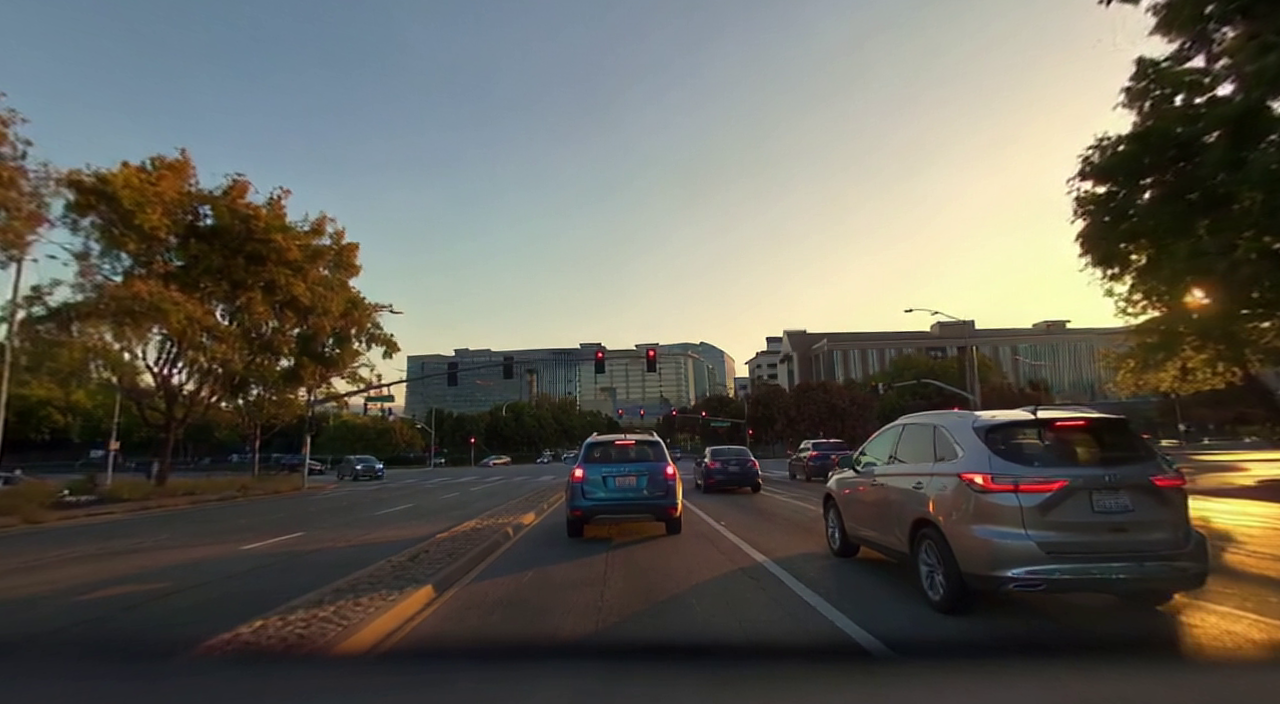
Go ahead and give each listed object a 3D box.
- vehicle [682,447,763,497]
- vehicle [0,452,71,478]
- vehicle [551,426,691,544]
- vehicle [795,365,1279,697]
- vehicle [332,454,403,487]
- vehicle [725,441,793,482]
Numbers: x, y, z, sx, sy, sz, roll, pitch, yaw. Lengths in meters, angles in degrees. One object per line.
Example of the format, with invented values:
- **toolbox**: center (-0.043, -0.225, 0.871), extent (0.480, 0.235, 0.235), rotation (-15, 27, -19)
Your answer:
- **vehicle**: center (2.596, 3.873, 20.903), extent (1.900, 1.459, 4.260), rotation (0, -9, -3)
- **vehicle**: center (-40.807, 7.500, 42.181), extent (1.742, 1.526, 4.004), rotation (-1, -8, 3)
- **vehicle**: center (-0.328, 2.251, 11.333), extent (2.039, 1.698, 4.144), rotation (0, -9, -1)
- **vehicle**: center (3.132, 1.289, 5.714), extent (2.228, 1.798, 4.370), rotation (0, -9, -1)
- **vehicle**: center (-17.853, 7.663, 41.263), extent (4.905, 1.949, 2.354), rotation (-8, -11, 42)
- **vehicle**: center (5.574, 5.198, 30.375), extent (2.049, 1.743, 5.146), rotation (0, -9, -3)
